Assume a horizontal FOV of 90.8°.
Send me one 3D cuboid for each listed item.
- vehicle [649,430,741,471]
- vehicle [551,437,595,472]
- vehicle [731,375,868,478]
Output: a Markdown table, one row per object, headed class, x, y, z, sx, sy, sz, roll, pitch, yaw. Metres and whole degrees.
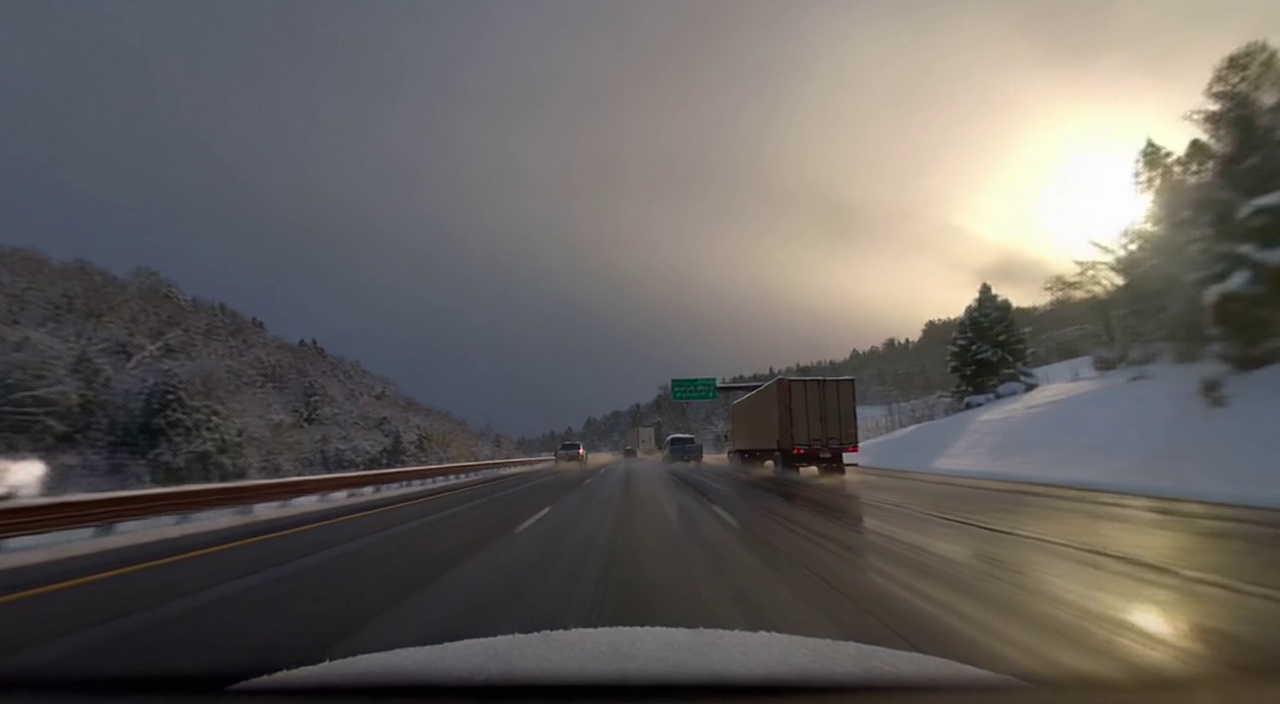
| class | x | y | z | sx | sy | sz | roll | pitch | yaw |
| --- | --- | --- | --- | --- | --- | --- | --- | --- | --- |
| vehicle | 3.102 | 5.709 | 36.833 | 5.075 | 2.277 | 2.365 | 0 | -9 | -2 |
| vehicle | -4.072 | 6.298 | 38.964 | 2.193 | 1.977 | 4.759 | 0 | -9 | 0 |
| vehicle | 7.669 | 4.261 | 33.948 | 2.935 | 4.187 | 16.357 | 0 | -9 | -1 |
